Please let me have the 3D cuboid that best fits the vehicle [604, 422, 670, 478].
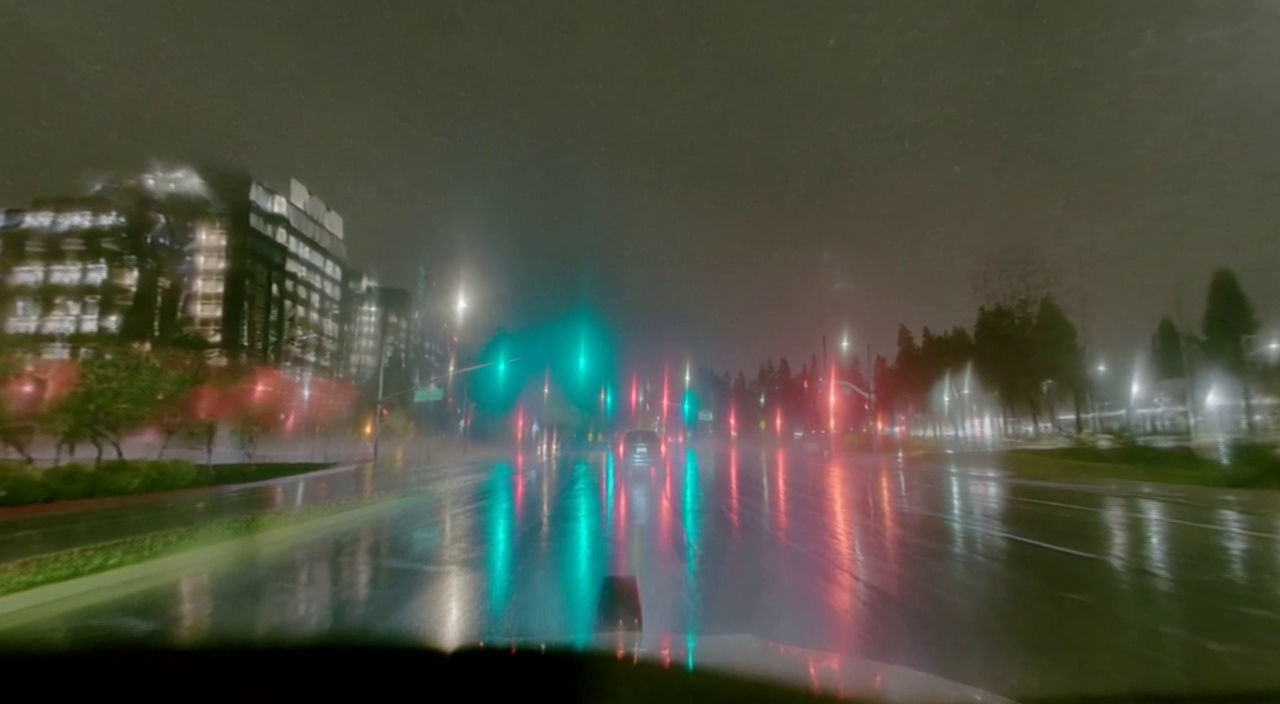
[{"bbox_3d":[-0.139,3.726,24.125,2.267,1.926,4.708,0,-9,-1],"label":"vehicle"}]
